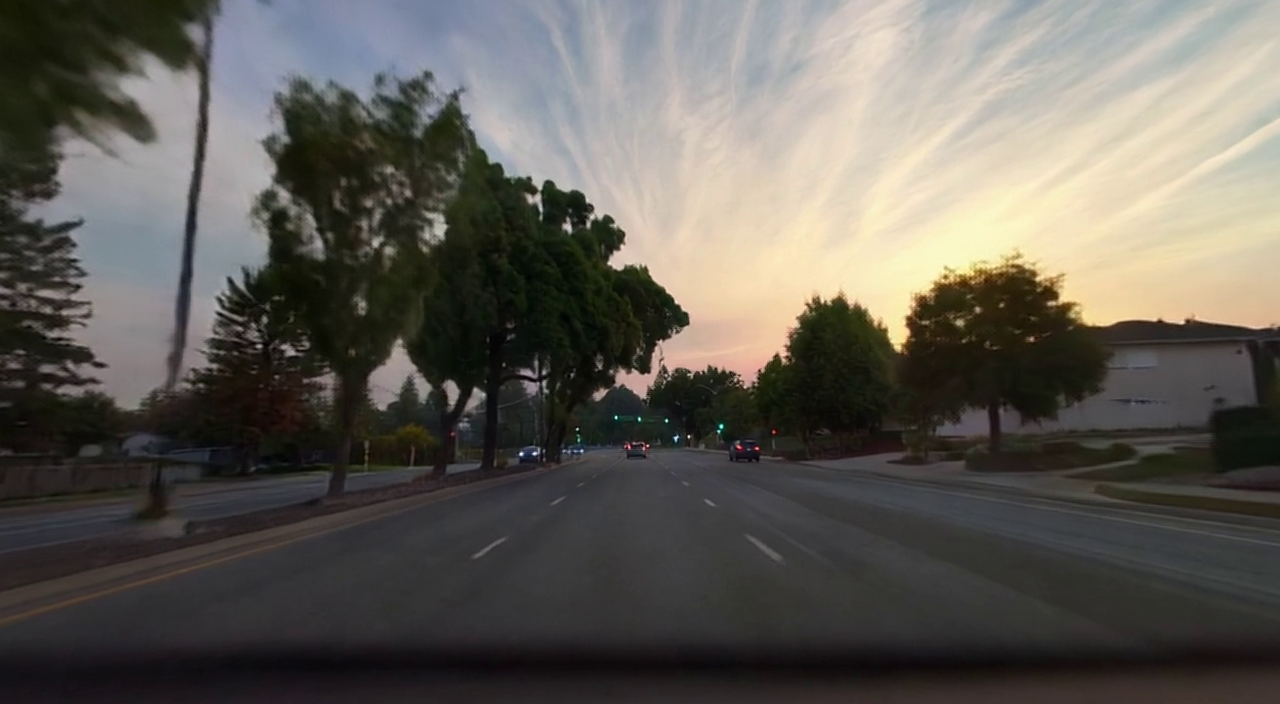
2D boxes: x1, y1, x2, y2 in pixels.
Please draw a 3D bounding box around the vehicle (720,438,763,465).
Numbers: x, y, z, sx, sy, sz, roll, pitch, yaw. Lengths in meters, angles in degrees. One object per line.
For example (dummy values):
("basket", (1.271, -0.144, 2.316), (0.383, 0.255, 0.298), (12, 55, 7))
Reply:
("vehicle", (6.741, 6.639, 42.251), (2.011, 1.710, 4.357), (0, -9, -2))
